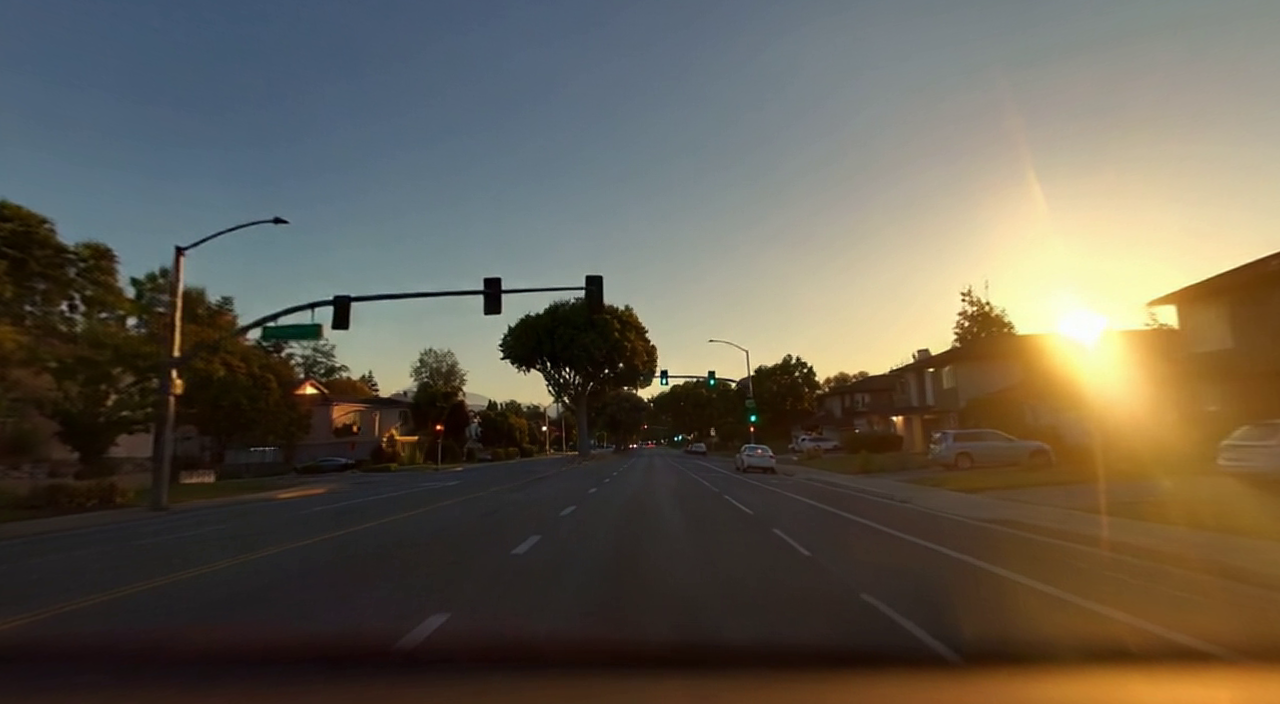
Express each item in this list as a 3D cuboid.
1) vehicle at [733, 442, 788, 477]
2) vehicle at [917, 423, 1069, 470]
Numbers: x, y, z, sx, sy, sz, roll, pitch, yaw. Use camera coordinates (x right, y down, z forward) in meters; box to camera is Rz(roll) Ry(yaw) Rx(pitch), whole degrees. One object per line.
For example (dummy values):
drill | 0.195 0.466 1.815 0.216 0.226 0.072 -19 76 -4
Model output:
vehicle | 5.767 5.212 30.725 1.950 1.567 4.083 0 -9 1
vehicle | 13.412 3.631 24.184 4.474 1.710 2.148 0 -9 1
